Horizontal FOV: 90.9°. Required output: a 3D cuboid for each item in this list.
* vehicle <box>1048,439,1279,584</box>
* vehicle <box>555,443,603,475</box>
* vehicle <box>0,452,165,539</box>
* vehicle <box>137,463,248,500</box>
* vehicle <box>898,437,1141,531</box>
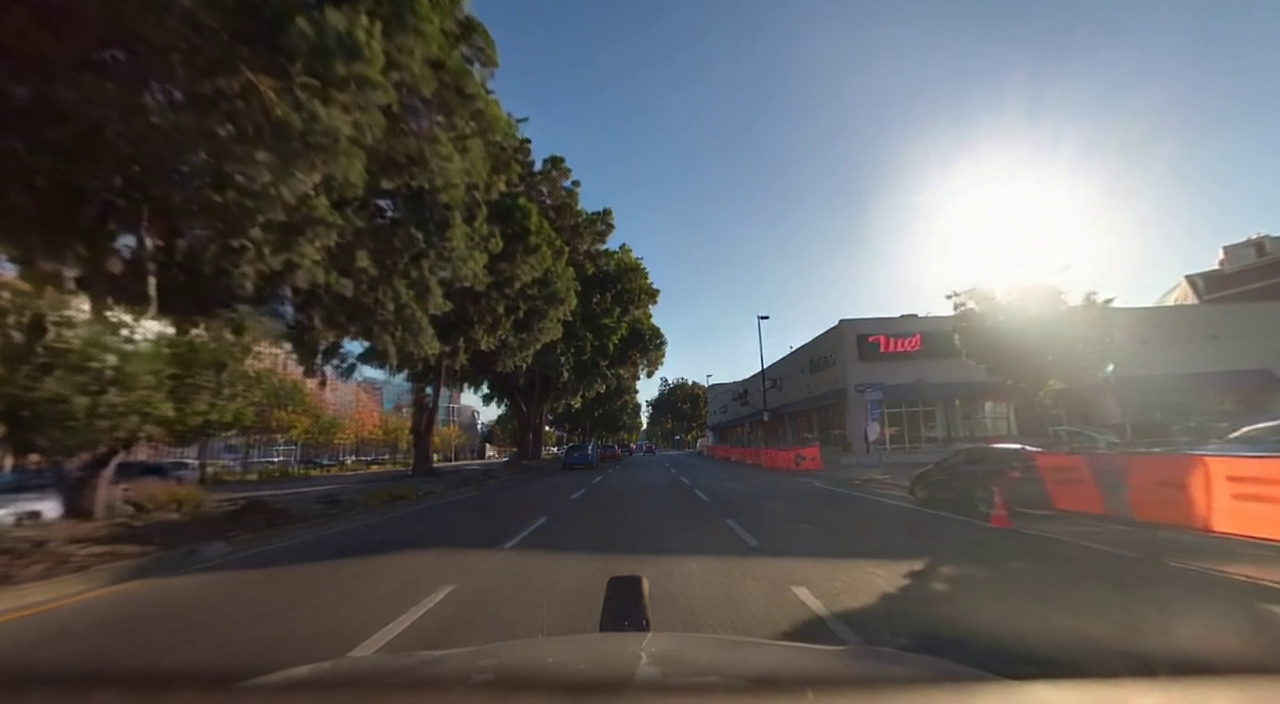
[{"bbox_3d":[7.227,1.762,7.559,1.799,1.399,4.317,-1,-8,1],"label":"vehicle"},{"bbox_3d":[-2.860,5.139,30.514,1.926,1.442,4.231,0,-8,0],"label":"vehicle"},{"bbox_3d":[-12.303,2.848,13.052,1.797,1.510,3.919,0,-8,1],"label":"vehicle"},{"bbox_3d":[-22.075,6.397,31.368,1.955,1.447,4.911,-2,-8,0],"label":"vehicle"},{"bbox_3d":[7.033,2.462,12.428,1.953,1.479,4.524,0,-8,0],"label":"vehicle"}]
